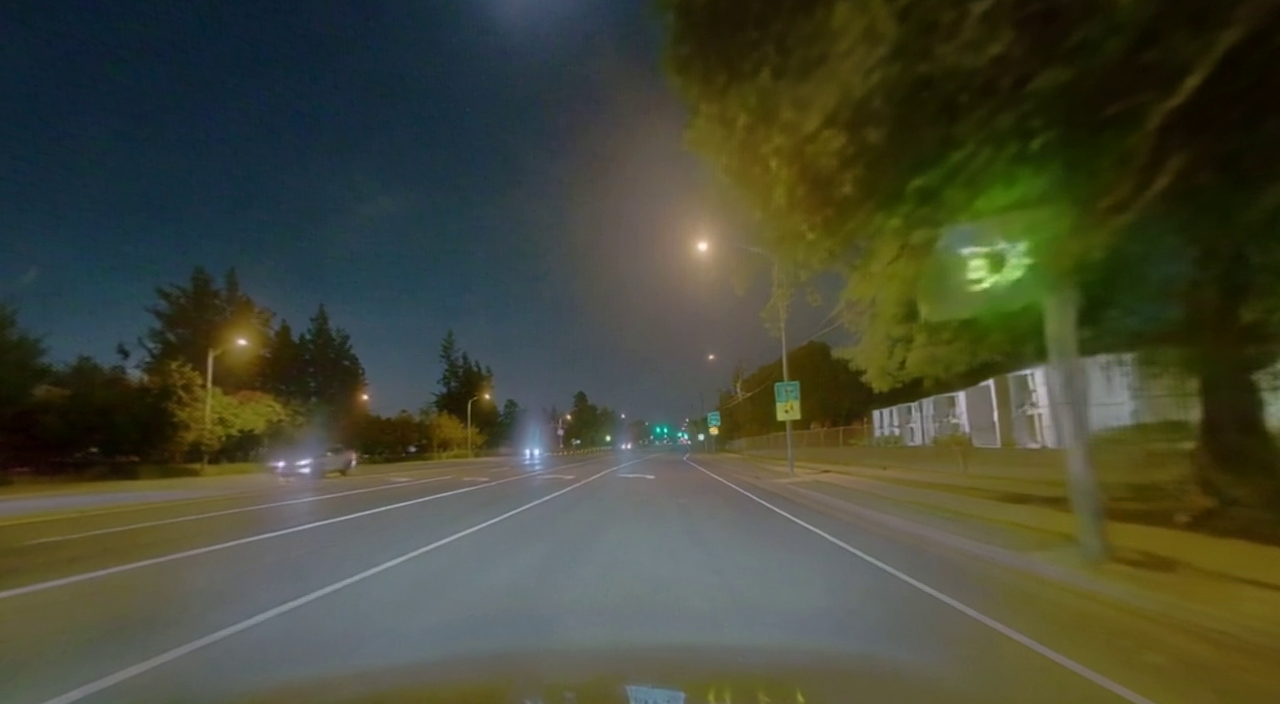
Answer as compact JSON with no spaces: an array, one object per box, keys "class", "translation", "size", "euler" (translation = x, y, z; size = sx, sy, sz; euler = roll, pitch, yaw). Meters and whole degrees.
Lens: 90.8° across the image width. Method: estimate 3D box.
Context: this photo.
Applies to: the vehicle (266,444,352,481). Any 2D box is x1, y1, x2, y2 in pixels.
[{"class":"vehicle","translation":[-16.202,5.394,31.189],"size":[1.925,1.649,4.009],"euler":[0,-8,3]}]
